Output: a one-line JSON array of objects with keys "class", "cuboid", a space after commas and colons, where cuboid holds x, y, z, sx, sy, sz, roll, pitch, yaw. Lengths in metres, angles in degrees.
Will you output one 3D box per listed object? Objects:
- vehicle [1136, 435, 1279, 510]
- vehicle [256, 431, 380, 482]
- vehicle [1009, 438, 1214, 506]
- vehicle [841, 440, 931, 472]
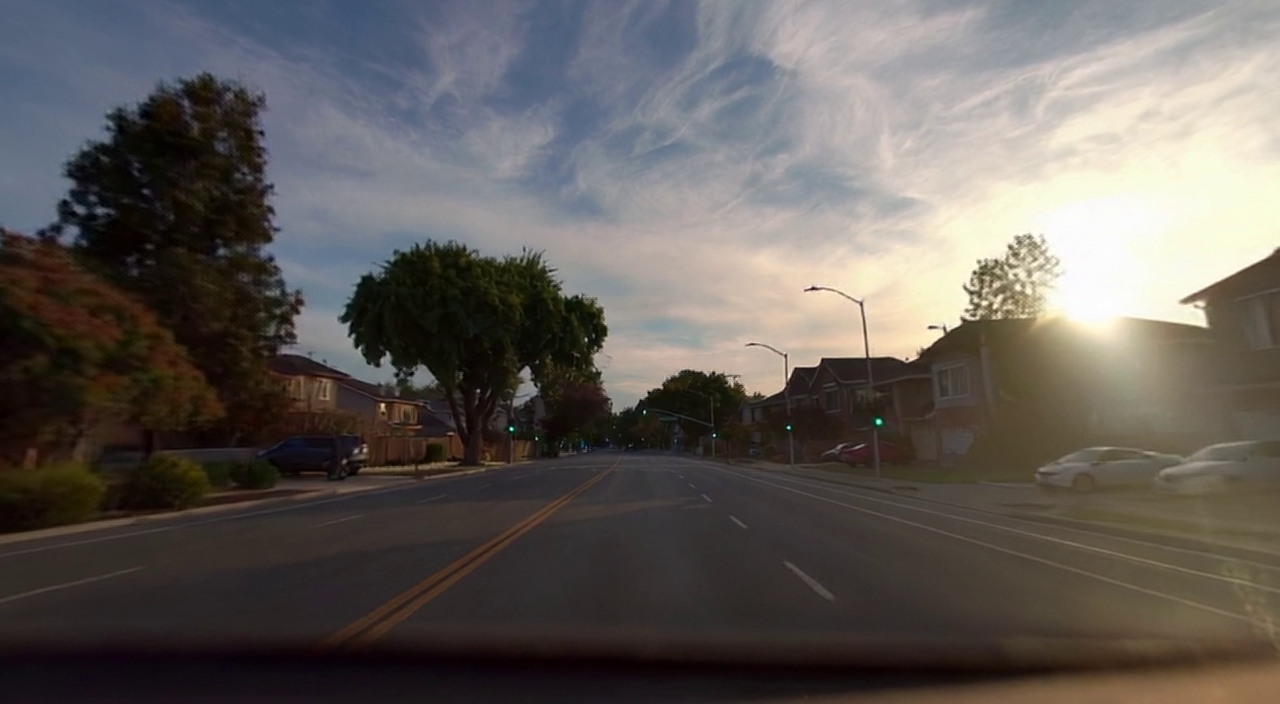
[{"class": "vehicle", "cuboid": [15.177, 2.889, 15.531, 4.234, 1.491, 1.940, -3, -7, 0]}, {"class": "vehicle", "cuboid": [-15.653, 5.119, 31.321, 2.653, 2.232, 6.273, 0, -8, 2]}, {"class": "vehicle", "cuboid": [13.950, 3.541, 18.902, 4.466, 1.578, 1.968, -4, -7, -1]}, {"class": "vehicle", "cuboid": [15.329, 6.508, 39.516, 4.739, 1.667, 1.998, -3, -7, 0]}]
